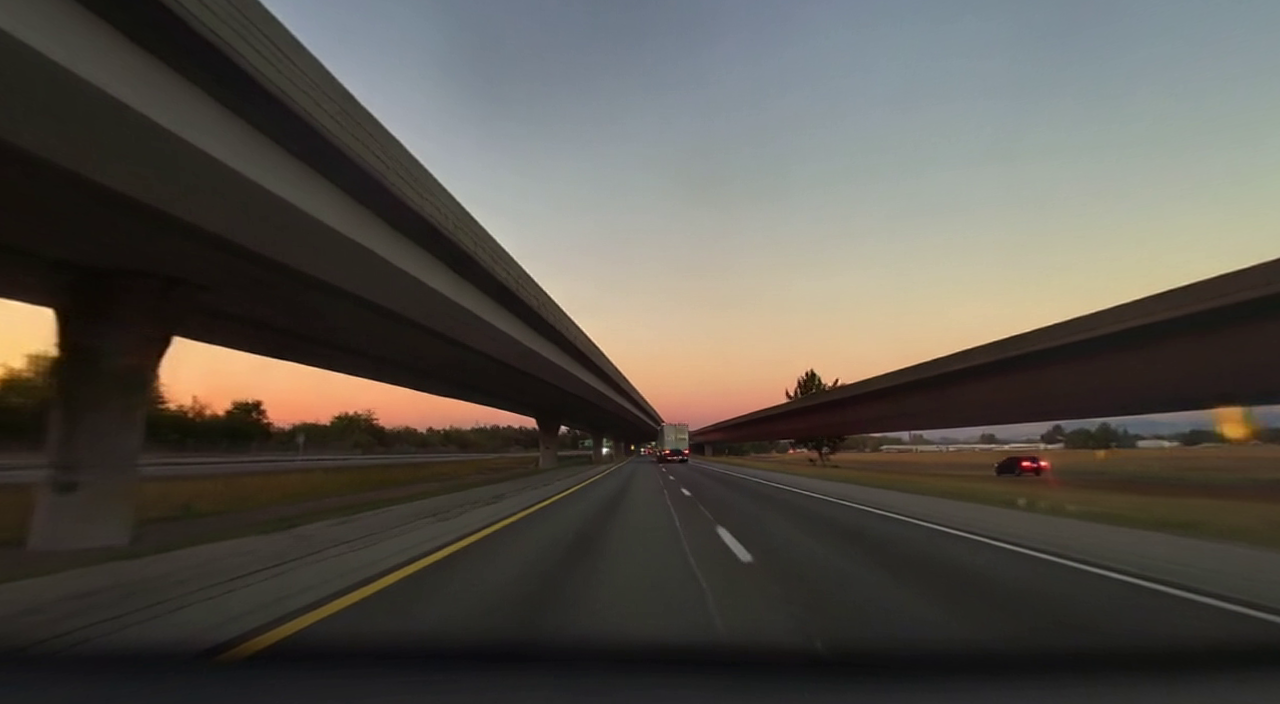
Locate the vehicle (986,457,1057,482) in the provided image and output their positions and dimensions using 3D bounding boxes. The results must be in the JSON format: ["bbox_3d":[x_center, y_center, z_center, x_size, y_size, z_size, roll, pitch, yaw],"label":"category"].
[{"bbox_3d":[25.375,7.822,42.099,1.836,1.499,3.936,1,-9,-9],"label":"vehicle"}]
